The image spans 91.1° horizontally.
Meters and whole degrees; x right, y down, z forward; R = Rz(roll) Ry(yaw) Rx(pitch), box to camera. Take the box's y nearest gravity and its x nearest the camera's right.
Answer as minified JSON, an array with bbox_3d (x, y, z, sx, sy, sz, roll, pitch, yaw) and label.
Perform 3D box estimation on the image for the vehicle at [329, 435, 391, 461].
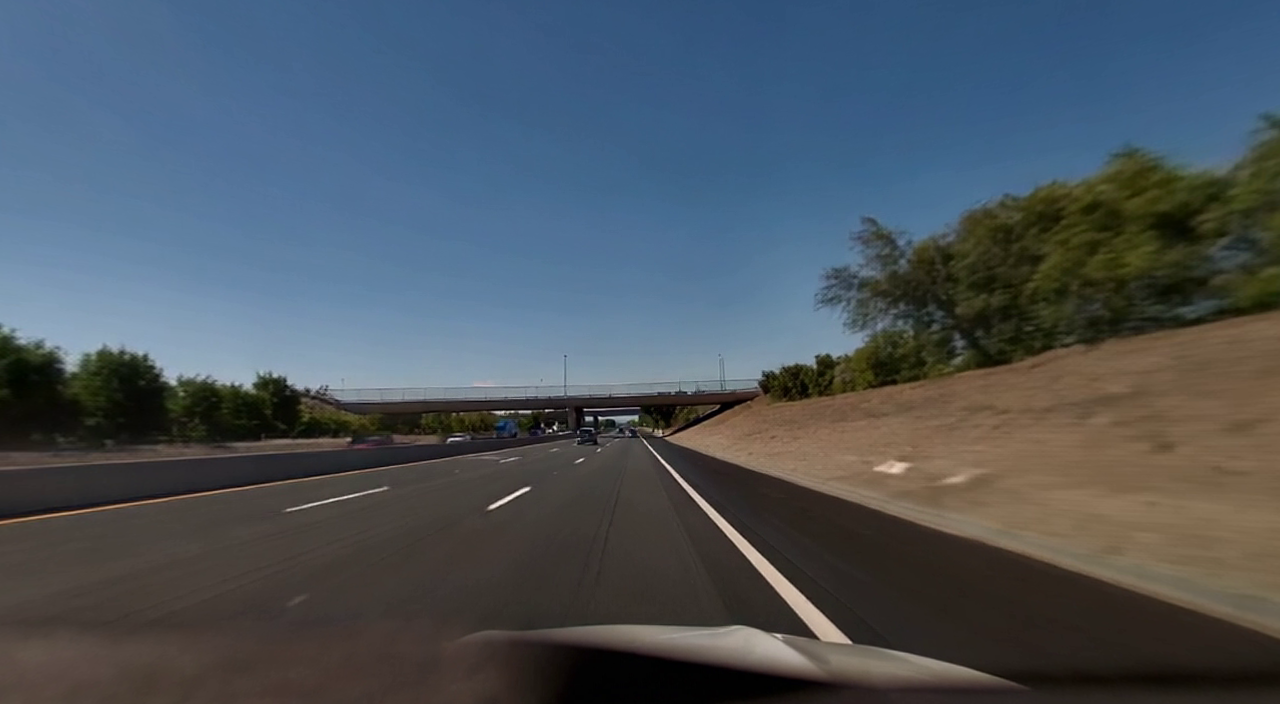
[{"bbox_3d":[-16.426,5.626,37.068,1.881,1.464,4.047,0,-8,-1],"label":"vehicle"}]
